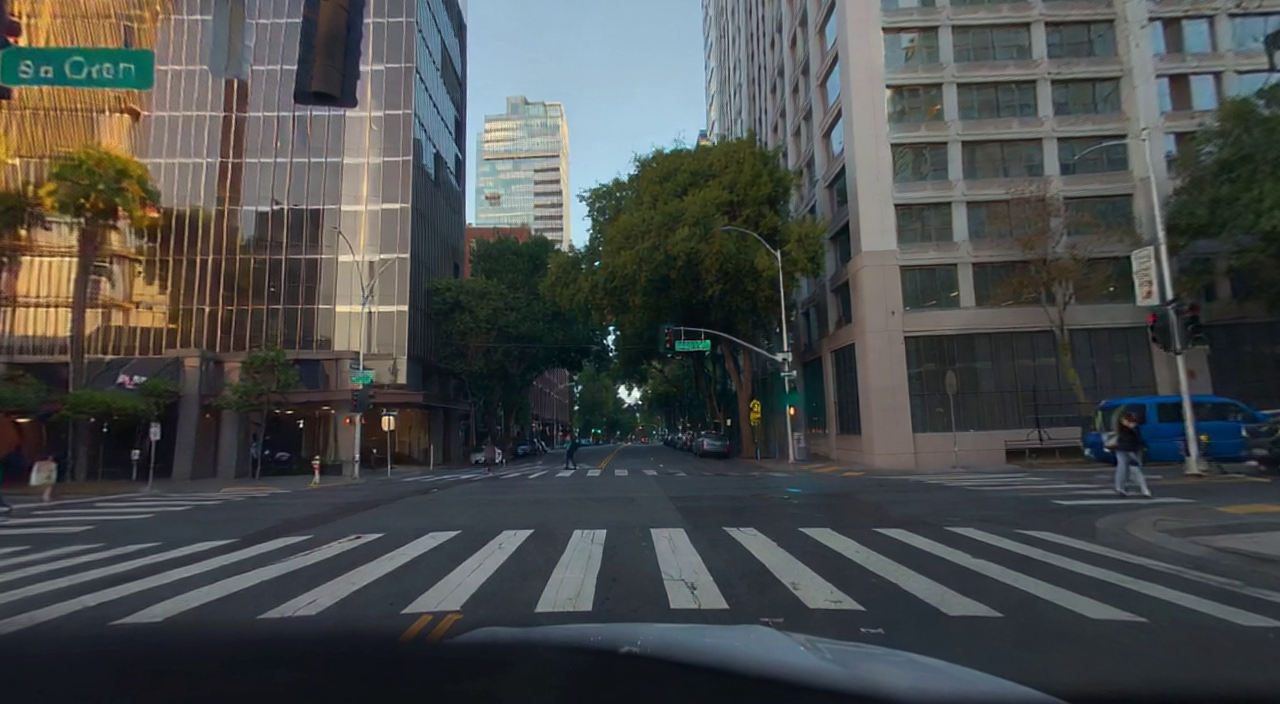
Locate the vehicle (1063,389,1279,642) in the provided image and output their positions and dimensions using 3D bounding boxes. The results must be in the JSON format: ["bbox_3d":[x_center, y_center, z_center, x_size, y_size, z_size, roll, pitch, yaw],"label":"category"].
[{"bbox_3d":[5.664,1.134,4.287,2.070,1.804,4.881,0,-8,-2],"label":"vehicle"}]

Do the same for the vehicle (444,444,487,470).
[{"bbox_3d":[-12.471,7.502,45.371,1.935,1.639,4.244,-3,-8,-2],"label":"vehicle"}]
